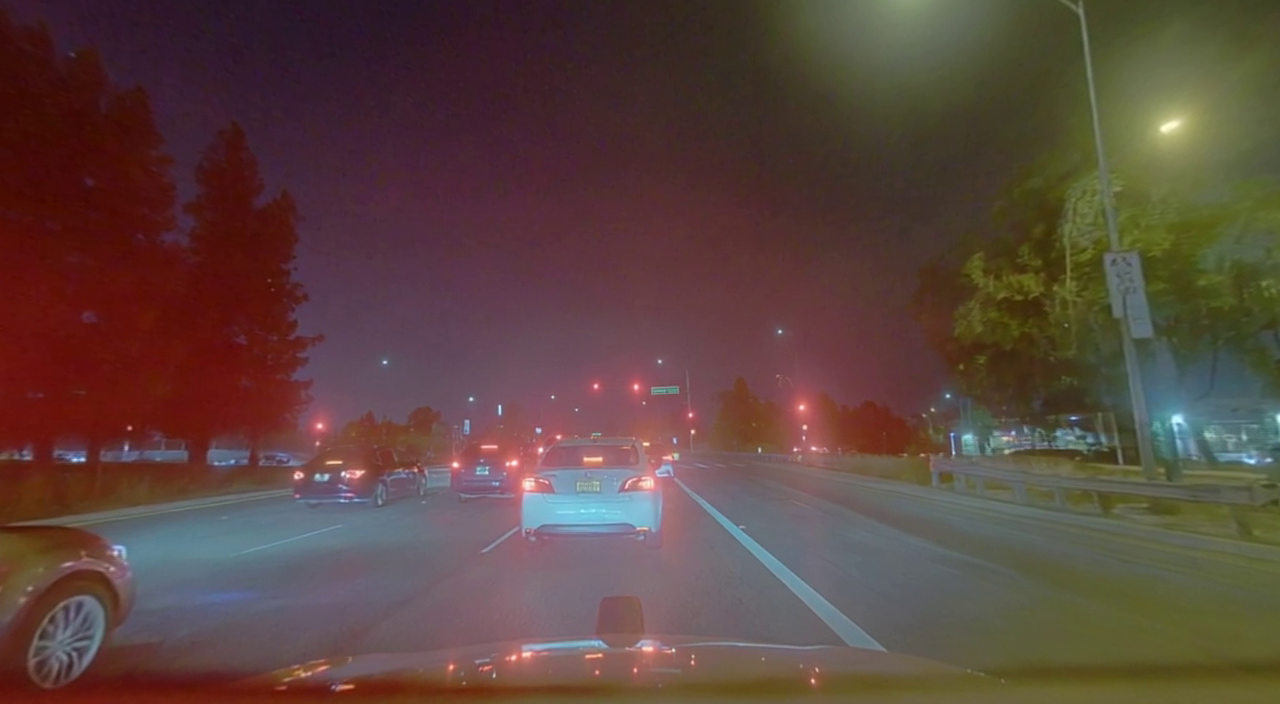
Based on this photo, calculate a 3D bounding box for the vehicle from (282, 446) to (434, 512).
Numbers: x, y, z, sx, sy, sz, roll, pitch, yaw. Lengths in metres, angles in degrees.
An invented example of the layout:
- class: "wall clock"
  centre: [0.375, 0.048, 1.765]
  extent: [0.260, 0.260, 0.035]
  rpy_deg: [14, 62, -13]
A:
- class: "vehicle"
  centre: [-7.025, 3.165, 16.368]
  extent: [1.852, 1.458, 4.422]
  rpy_deg: [0, -8, 1]

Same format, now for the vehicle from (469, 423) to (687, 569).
- class: "vehicle"
  centre: [-0.651, 1.824, 8.811]
  extent: [2.231, 1.481, 4.489]
  rpy_deg: [0, -8, 0]
